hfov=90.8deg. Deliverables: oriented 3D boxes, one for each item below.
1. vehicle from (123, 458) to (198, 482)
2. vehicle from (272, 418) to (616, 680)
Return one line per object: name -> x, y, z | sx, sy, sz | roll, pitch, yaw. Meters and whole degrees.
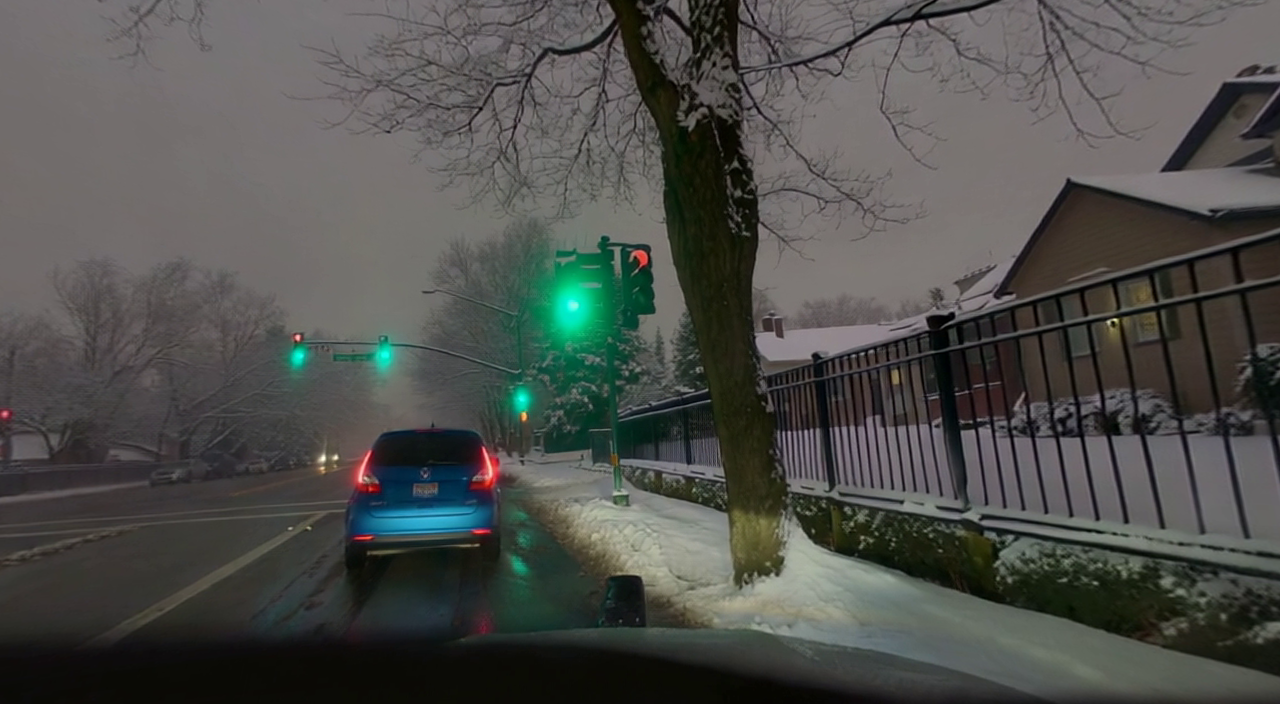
vehicle -> -36.131, 8.910, 47.677 | 3.959, 1.680, 1.785 | 1, -9, -10
vehicle -> -1.641, 1.447, 5.777 | 2.024, 1.502, 3.702 | 2, -9, -15
